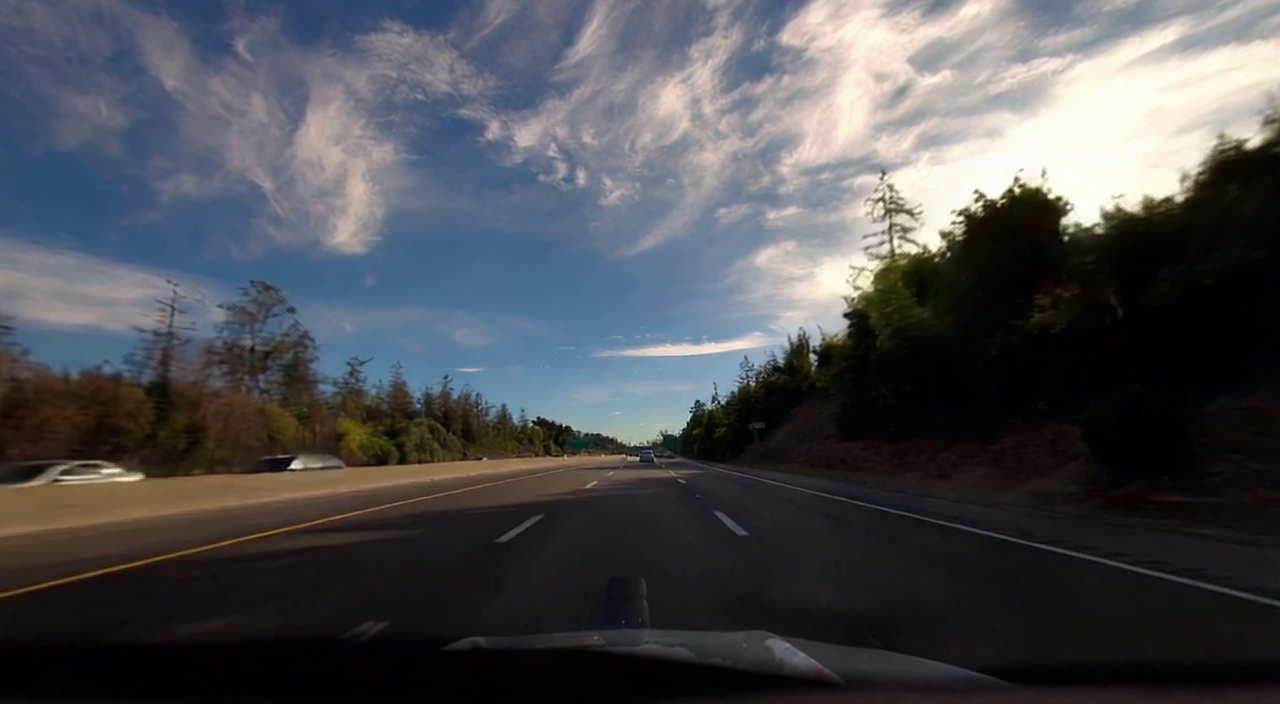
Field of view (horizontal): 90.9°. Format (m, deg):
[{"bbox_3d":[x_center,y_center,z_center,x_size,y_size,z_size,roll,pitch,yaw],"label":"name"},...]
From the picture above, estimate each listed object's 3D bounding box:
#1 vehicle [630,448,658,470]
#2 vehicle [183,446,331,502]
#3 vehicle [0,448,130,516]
[{"bbox_3d":[0.281,7.828,46.228,1.964,1.483,4.016,0,-9,0],"label":"vehicle"},{"bbox_3d":[-11.814,3.772,19.844,1.949,1.547,4.188,0,-9,1],"label":"vehicle"},{"bbox_3d":[-15.846,3.208,15.879,2.078,1.558,4.558,0,-9,1],"label":"vehicle"}]
